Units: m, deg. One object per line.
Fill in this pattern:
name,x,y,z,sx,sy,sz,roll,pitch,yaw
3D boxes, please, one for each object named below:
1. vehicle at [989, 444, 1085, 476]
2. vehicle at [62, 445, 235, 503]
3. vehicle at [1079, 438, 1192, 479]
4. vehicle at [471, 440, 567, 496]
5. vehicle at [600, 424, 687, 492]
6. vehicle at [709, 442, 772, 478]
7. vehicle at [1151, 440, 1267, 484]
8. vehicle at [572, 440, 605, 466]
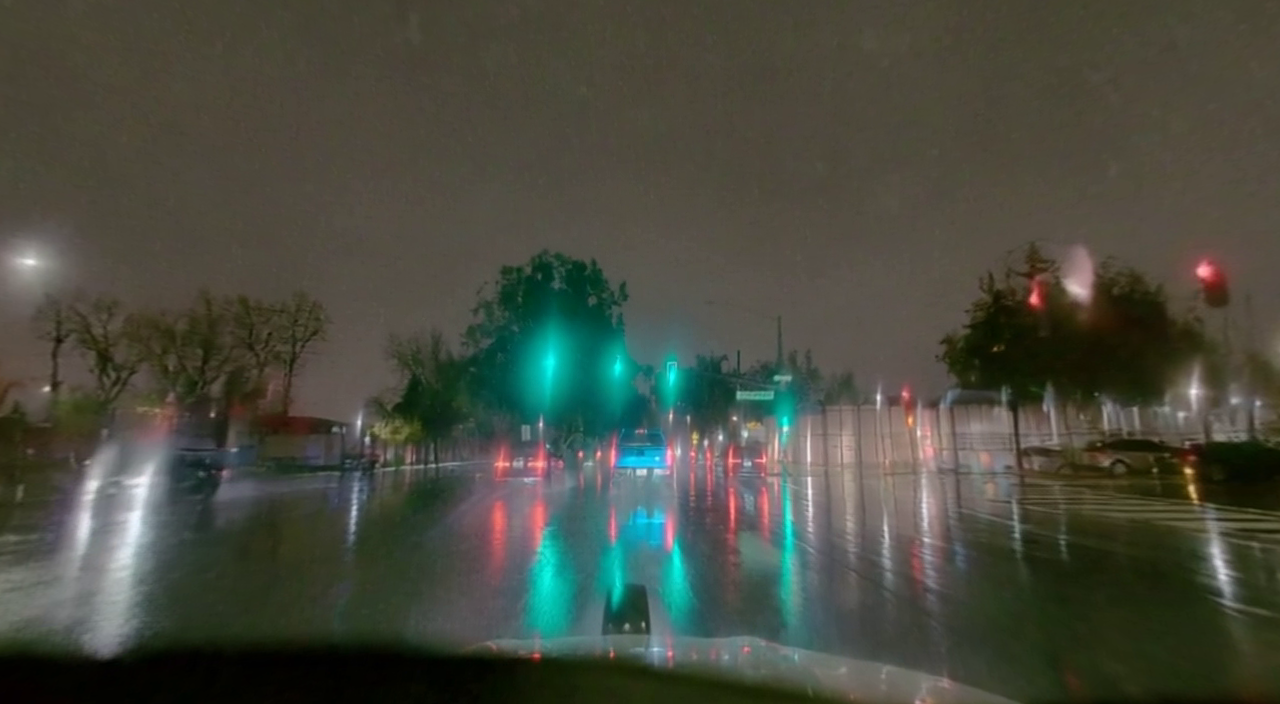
vehicle,19.960,5.364,31.651,4.417,1.492,1.943,4,-9,-26
vehicle,-15.909,3.915,20.806,2.012,1.674,4.522,0,-8,1
vehicle,23.124,4.904,29.406,4.786,1.777,2.248,4,-9,-28
vehicle,-3.534,3.450,19.267,1.986,1.465,4.509,0,-8,1
vehicle,0.103,3.407,20.612,2.493,1.934,4.957,0,-8,0
vehicle,4.395,4.785,28.240,1.968,1.472,4.456,0,-8,-1
vehicle,23.645,4.510,26.183,4.705,1.675,1.890,4,-9,-27
vehicle,-3.558,7.080,44.392,2.018,1.700,4.142,0,-8,0
